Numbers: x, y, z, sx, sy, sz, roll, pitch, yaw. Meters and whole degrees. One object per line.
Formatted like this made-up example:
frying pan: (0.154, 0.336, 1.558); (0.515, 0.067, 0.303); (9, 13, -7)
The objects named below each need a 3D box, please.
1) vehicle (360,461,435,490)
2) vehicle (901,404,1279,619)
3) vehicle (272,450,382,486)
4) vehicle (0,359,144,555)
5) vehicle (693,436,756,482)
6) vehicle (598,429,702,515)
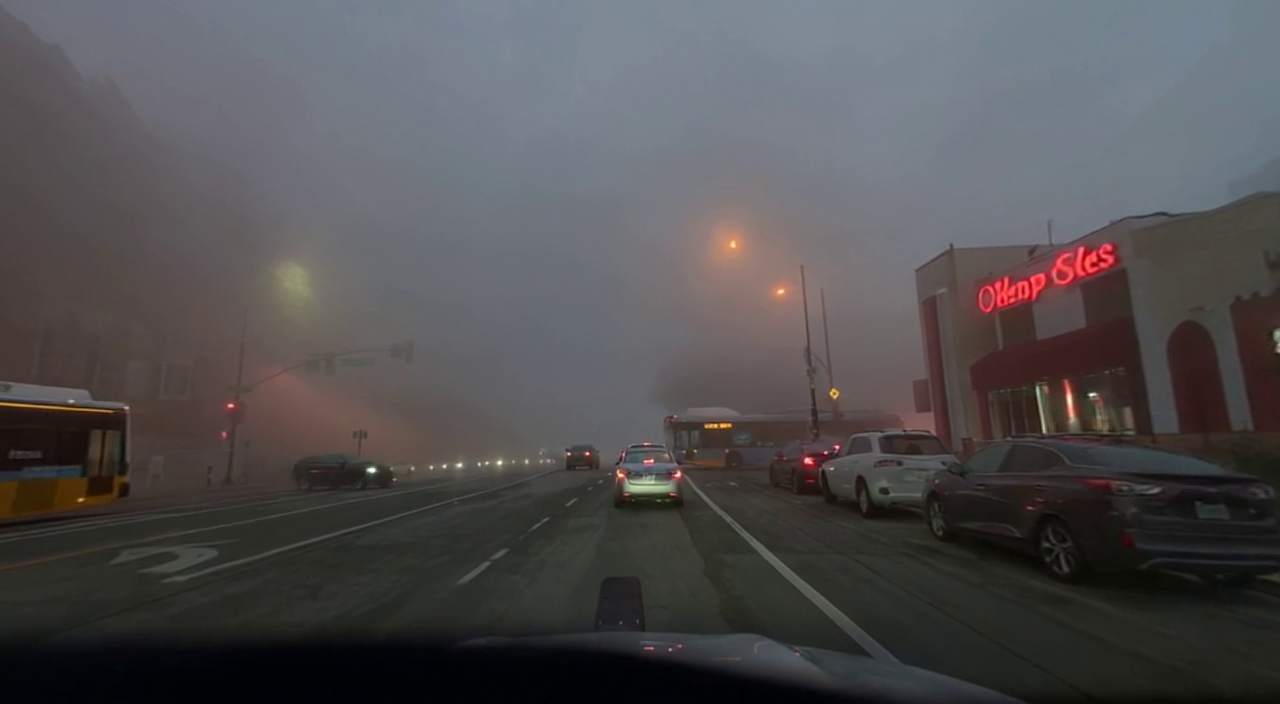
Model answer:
vehicle: (-15.970, 8.147, 41.539); (4.242, 1.537, 1.810); (-7, -13, 10)
vehicle: (4.960, 1.594, 7.213); (2.014, 1.681, 4.332); (0, -9, -1)
vehicle: (-16.844, 6.193, 33.950); (5.016, 1.792, 2.250); (-2, -9, 18)
vehicle: (-12.889, 1.294, 7.723); (3.356, 3.365, 12.460); (-2, -10, 1)
vehicle: (3.315, 4.295, 25.451); (2.222, 1.688, 3.952); (0, -9, 3)
vehicle: (0.175, 2.784, 15.084); (2.089, 1.699, 4.650); (1, -9, -1)
